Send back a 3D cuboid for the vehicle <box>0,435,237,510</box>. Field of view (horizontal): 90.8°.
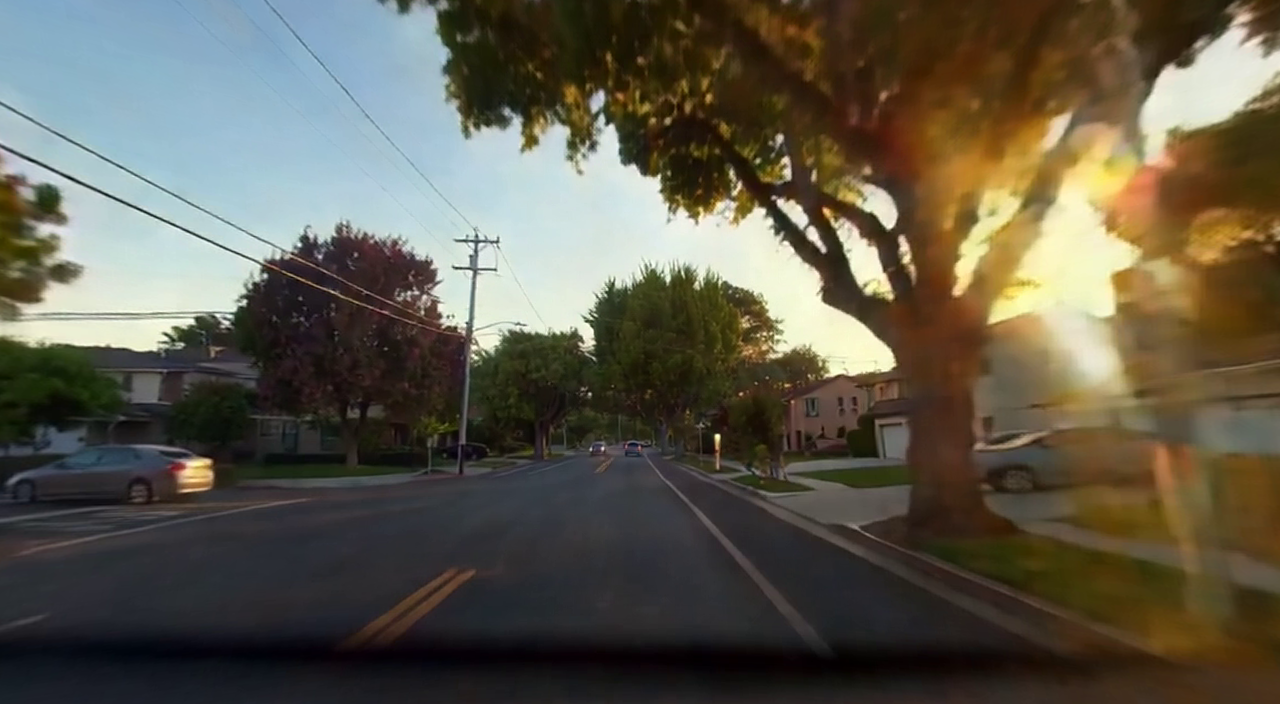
[{"bbox_3d":[-14.360,3.214,17.139,5.217,1.866,2.342,0,-8,1],"label":"vehicle"}]

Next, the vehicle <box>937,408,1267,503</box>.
[{"bbox_3d":[9.048,2.087,12.918,4.953,1.704,1.952,-2,-9,11],"label":"vehicle"}]
